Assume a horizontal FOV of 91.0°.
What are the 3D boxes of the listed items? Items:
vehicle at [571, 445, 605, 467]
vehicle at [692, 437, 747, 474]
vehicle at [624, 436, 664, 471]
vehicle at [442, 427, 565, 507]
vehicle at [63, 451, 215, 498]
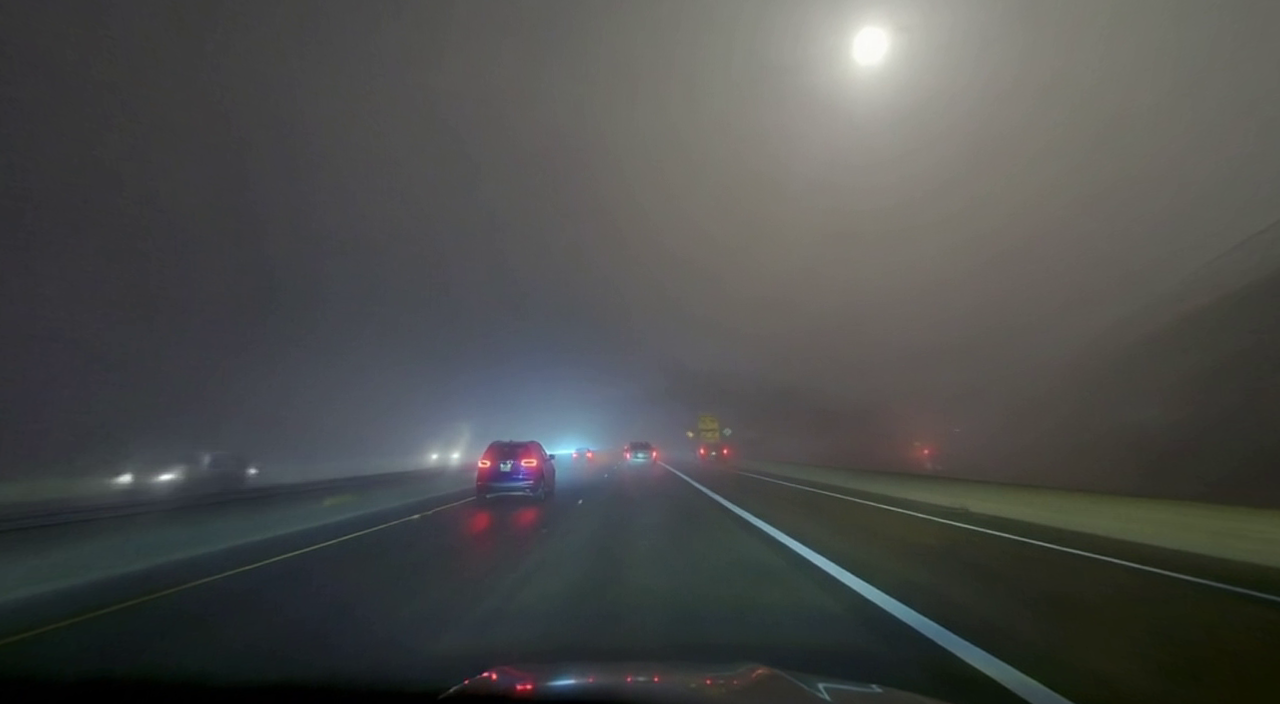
[{"bbox_3d":[-3.637,7.353,44.714,1.994,1.475,4.171,0,-9,0],"label":"vehicle"},{"bbox_3d":[4.118,5.485,33.457,2.231,1.807,4.588,0,-9,-1],"label":"vehicle"},{"bbox_3d":[0.199,5.856,36.510,2.155,1.909,4.529,0,-9,0],"label":"vehicle"},{"bbox_3d":[-3.279,2.879,16.180,2.089,1.751,4.515,0,-9,0],"label":"vehicle"},{"bbox_3d":[-18.737,4.551,23.872,1.905,1.558,4.504,0,-9,3],"label":"vehicle"}]
